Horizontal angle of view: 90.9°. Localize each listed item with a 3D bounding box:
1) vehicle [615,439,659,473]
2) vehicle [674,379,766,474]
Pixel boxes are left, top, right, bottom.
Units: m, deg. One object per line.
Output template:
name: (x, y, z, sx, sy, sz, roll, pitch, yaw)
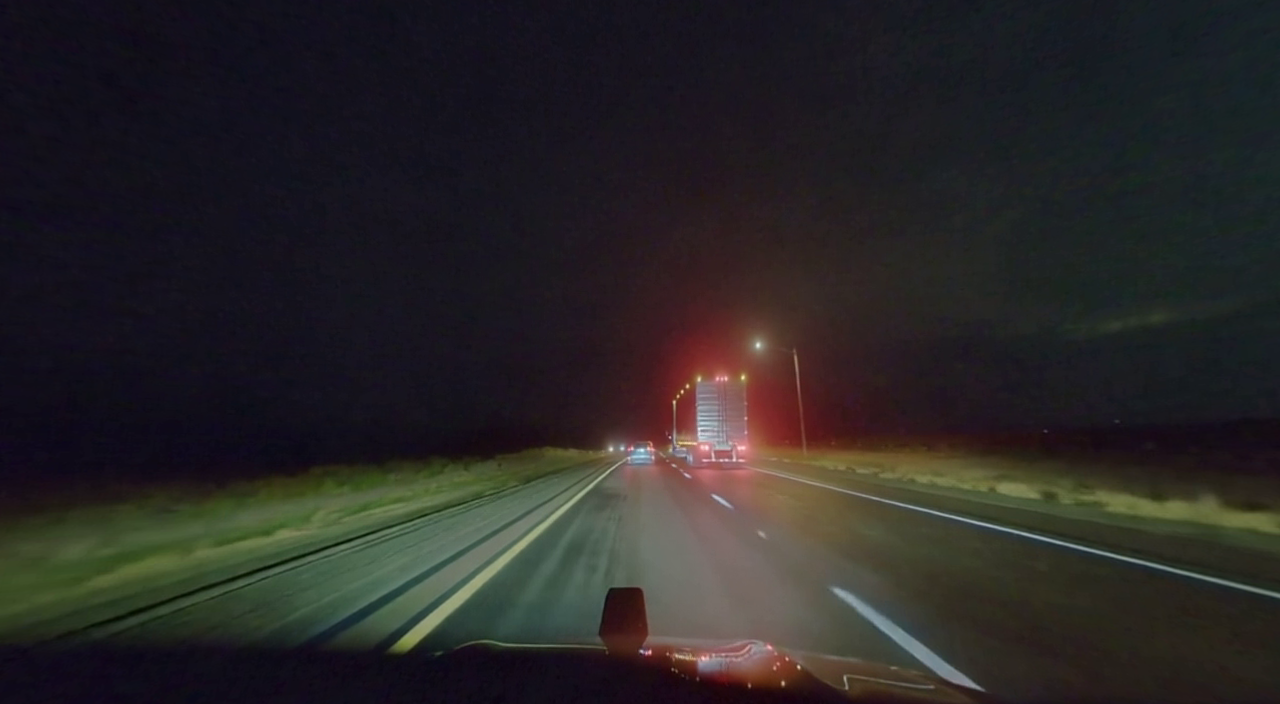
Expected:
vehicle: (-0.168, 5.004, 30.515, 1.968, 1.515, 4.025, 0, -8, -1)
vehicle: (3.911, 4.449, 35.701, 2.929, 4.158, 15.921, 0, -8, -1)
